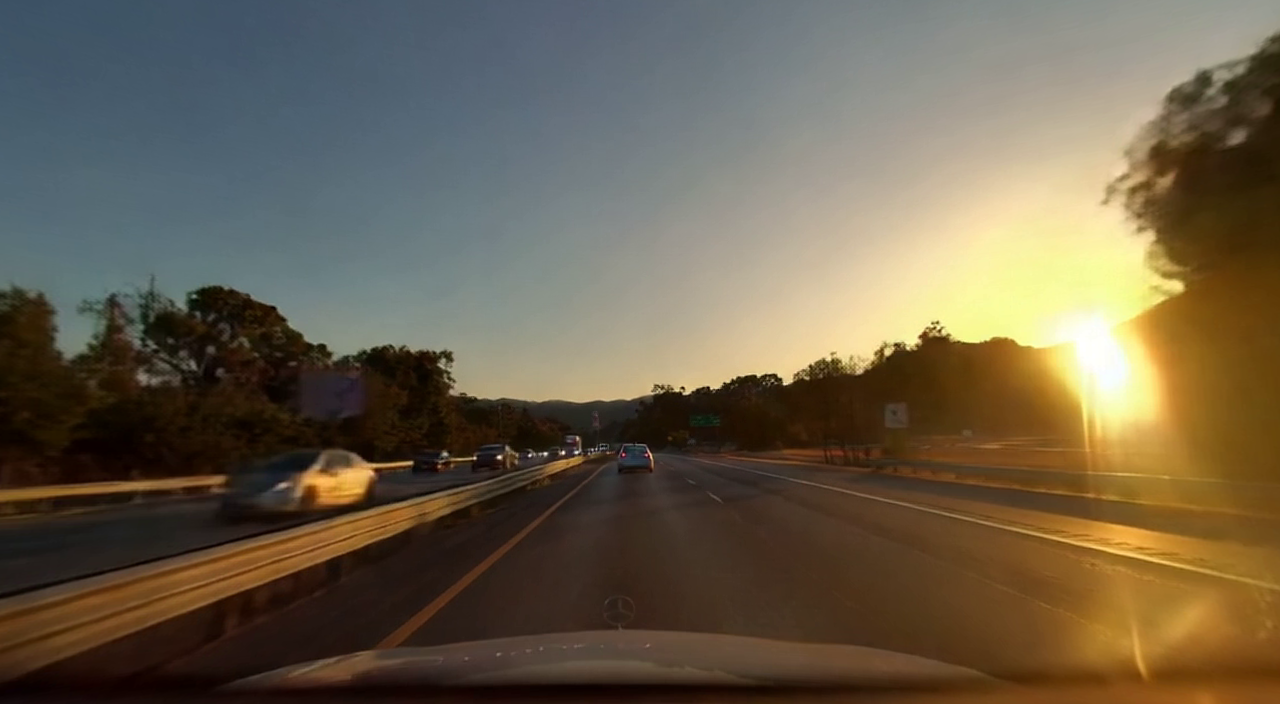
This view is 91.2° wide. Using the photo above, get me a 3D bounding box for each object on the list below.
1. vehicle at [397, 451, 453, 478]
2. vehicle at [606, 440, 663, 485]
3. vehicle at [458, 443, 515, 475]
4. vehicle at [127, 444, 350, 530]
[{"bbox_3d":[-12.912,6.751,37.924,1.864,1.488,4.473,0,-9,-1],"label":"vehicle"},{"bbox_3d":[-0.215,4.091,23.521,1.971,1.518,4.108,0,-9,-1],"label":"vehicle"},{"bbox_3d":[-8.487,5.944,35.132,2.090,1.653,4.437,0,-9,0],"label":"vehicle"},{"bbox_3d":[-8.413,2.822,13.790,1.977,1.549,4.521,0,-9,-1],"label":"vehicle"}]
